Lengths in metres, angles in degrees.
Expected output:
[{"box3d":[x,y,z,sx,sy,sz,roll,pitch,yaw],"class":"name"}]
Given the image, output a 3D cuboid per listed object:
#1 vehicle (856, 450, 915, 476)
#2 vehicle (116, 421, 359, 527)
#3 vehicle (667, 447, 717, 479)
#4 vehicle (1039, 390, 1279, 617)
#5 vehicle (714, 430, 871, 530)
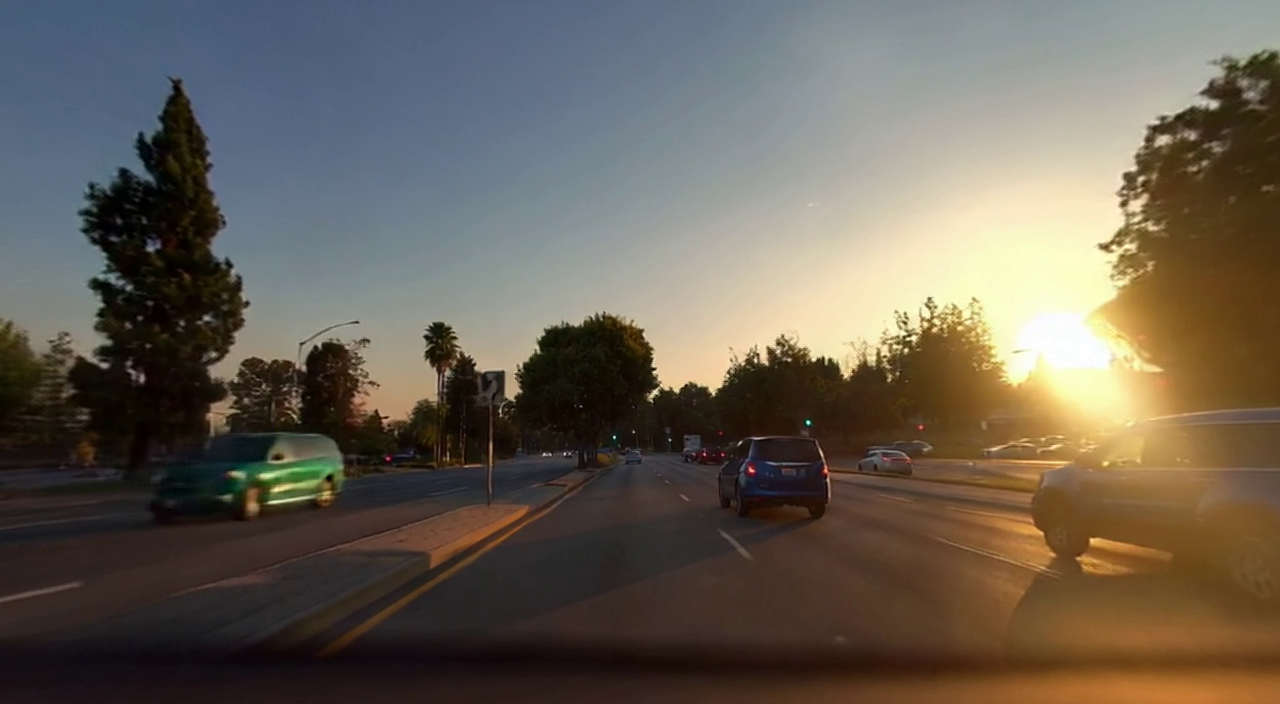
[{"box3d":[14.850,6.711,38.313,1.815,1.493,4.135,0,-9,-1],"class":"vehicle"},{"box3d":[-9.194,2.819,15.201,2.215,2.062,5.360,0,-9,1],"class":"vehicle"},{"box3d":[2.513,5.475,31.325,1.980,1.484,4.093,0,-9,-2],"class":"vehicle"},{"box3d":[6.226,1.306,5.647,2.153,1.811,4.595,0,-9,-1],"class":"vehicle"},{"box3d":[2.878,2.517,12.967,2.075,1.698,4.142,0,-9,-2],"class":"vehicle"}]
